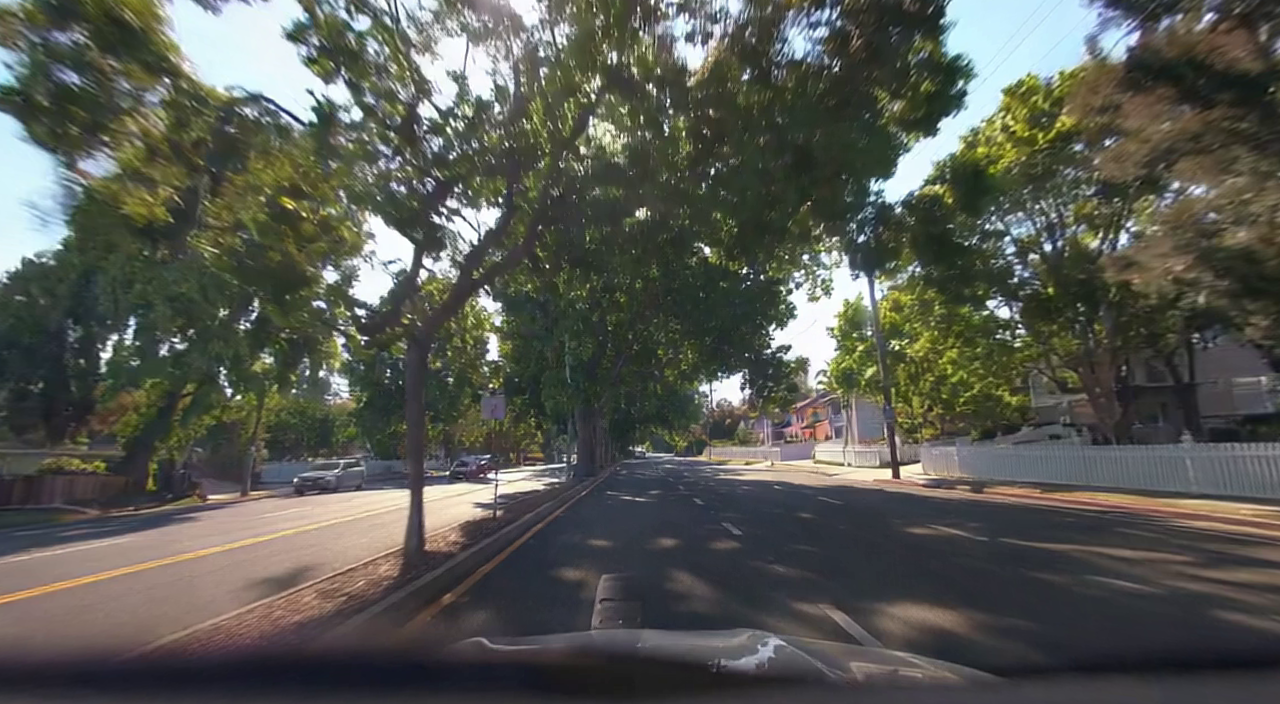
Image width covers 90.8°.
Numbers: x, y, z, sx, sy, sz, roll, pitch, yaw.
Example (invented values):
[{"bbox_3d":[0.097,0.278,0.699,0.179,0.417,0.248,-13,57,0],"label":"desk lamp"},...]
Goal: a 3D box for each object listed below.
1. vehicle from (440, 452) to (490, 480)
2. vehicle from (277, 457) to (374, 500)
[{"bbox_3d":[-10.811,7.052,39.324,2.011,1.553,4.390,0,-8,-2],"label":"vehicle"},{"bbox_3d":[-14.246,5.715,28.981,2.012,1.653,4.706,0,-8,0],"label":"vehicle"}]
